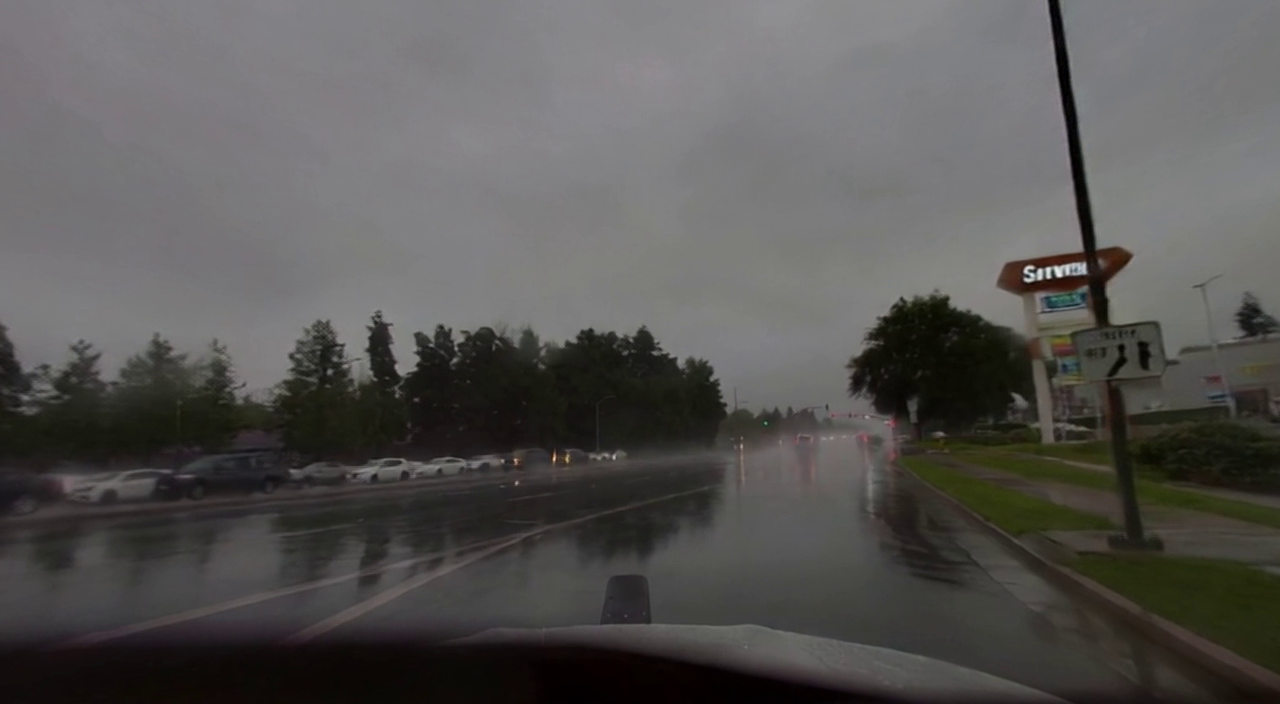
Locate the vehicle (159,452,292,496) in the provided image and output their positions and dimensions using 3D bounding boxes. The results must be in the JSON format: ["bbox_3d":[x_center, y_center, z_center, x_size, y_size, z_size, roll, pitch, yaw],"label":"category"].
[{"bbox_3d":[-18.772,5.509,28.811,1.969,1.758,4.662,-4,-9,22],"label":"vehicle"}]

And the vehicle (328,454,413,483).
[{"bbox_3d":[-15.368,6.651,36.192,1.832,1.473,4.377,-4,-9,23],"label":"vehicle"}]

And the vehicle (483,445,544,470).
[{"bbox_3d":[-9.840,8.339,49.510,1.967,1.683,5.223,-10,-13,22],"label":"vehicle"}]

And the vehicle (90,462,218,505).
[{"bbox_3d":[-24.632,6.624,32.164,2.123,1.897,4.580,-4,-9,21],"label":"vehicle"}]

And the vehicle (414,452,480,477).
[{"bbox_3d":[-12.934,7.527,42.383,1.851,1.450,4.396,-10,-12,21],"label":"vehicle"}]
